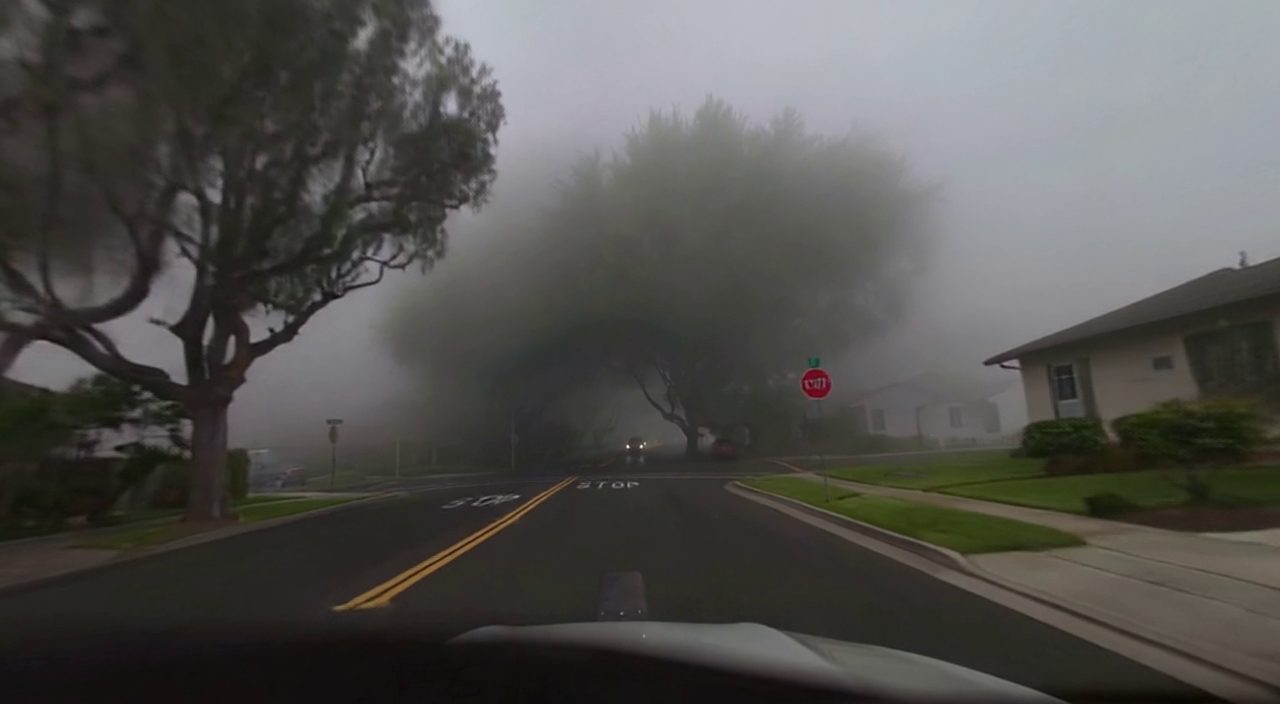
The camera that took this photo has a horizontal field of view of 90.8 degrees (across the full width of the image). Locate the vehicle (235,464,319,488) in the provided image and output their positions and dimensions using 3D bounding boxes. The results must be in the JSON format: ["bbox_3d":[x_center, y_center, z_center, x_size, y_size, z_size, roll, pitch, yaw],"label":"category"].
[{"bbox_3d":[-24.259,8.298,42.326,4.380,1.462,1.864,0,-9,-1],"label":"vehicle"}]
